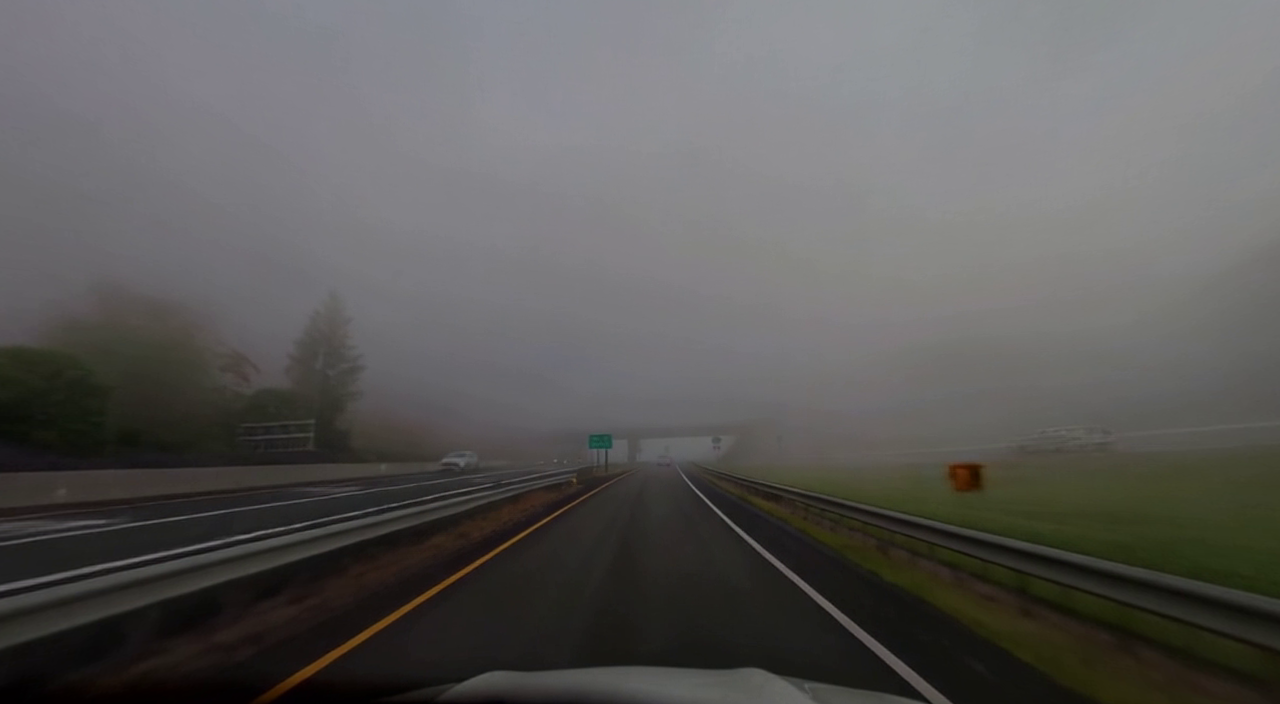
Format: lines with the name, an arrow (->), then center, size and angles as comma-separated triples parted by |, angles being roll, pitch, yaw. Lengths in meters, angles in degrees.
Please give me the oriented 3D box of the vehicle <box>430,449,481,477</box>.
vehicle -> -11.931, 7.175, 41.036 | 1.981, 1.676, 4.508 | 0, -9, 0
